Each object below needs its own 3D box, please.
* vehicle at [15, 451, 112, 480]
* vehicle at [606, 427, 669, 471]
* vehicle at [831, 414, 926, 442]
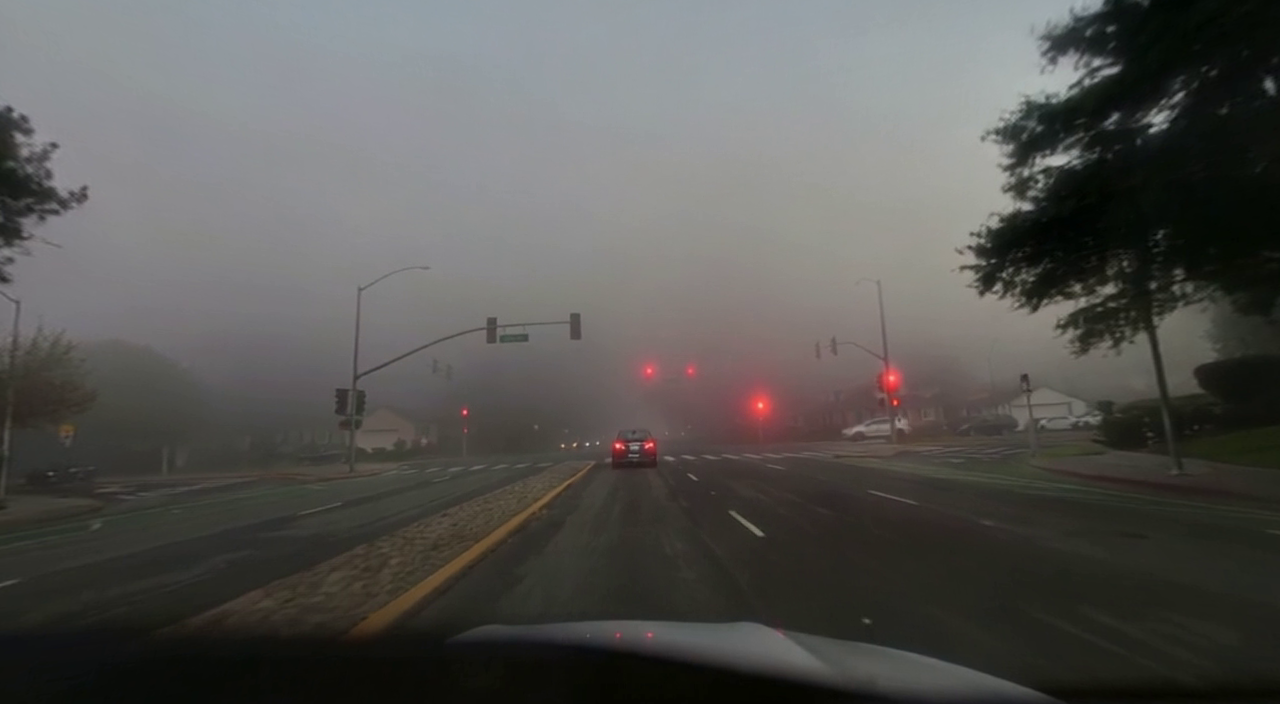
[{"bbox_3d":[-42.971,8.425,47.204,4.904,2.000,2.321,0,-7,-1],"label":"vehicle"},{"bbox_3d":[-0.016,3.836,25.388,2.074,1.570,3.647,0,-7,7],"label":"vehicle"},{"bbox_3d":[17.986,5.789,47.946,6.025,2.000,2.876,1,-6,-2],"label":"vehicle"}]
